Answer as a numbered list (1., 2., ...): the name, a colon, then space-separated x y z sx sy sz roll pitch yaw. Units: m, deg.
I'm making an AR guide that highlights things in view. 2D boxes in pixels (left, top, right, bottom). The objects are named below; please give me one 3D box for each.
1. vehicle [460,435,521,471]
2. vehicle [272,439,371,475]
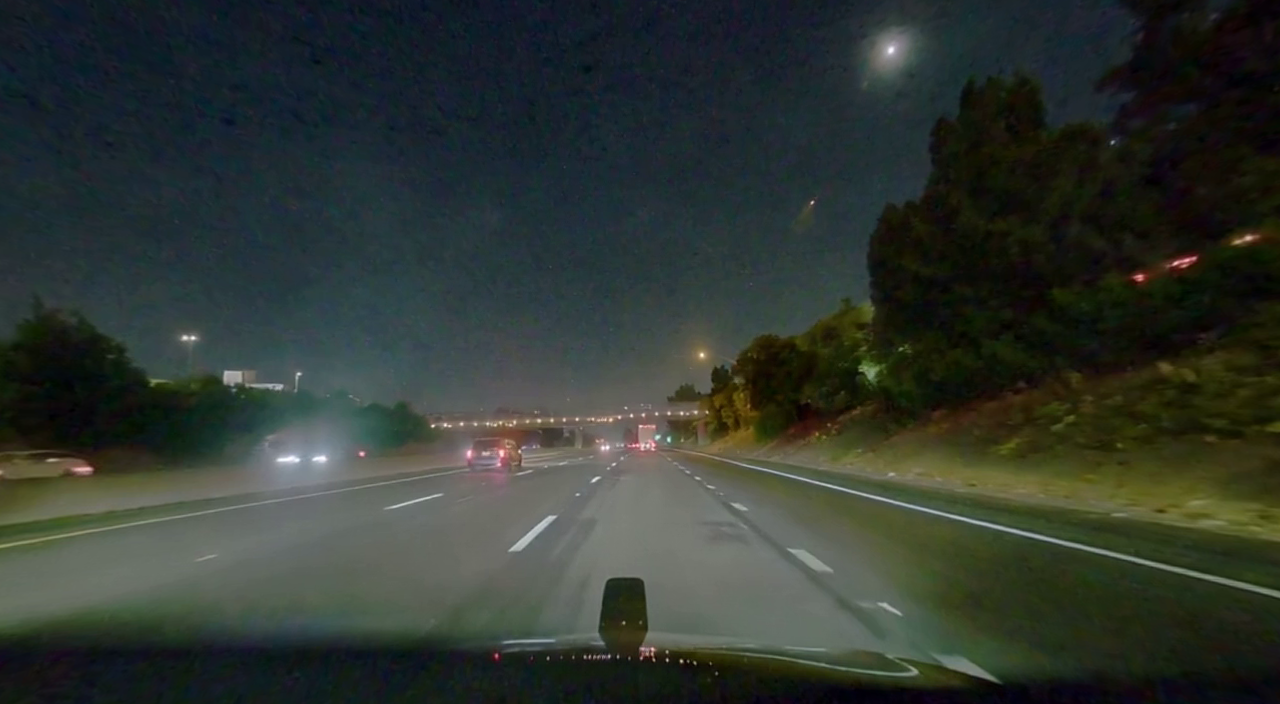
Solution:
1. vehicle: -7.364 5.027 31.590 1.981 1.685 4.171 0 -8 1
2. vehicle: -16.798 5.529 33.672 2.203 1.745 5.687 0 -8 1
